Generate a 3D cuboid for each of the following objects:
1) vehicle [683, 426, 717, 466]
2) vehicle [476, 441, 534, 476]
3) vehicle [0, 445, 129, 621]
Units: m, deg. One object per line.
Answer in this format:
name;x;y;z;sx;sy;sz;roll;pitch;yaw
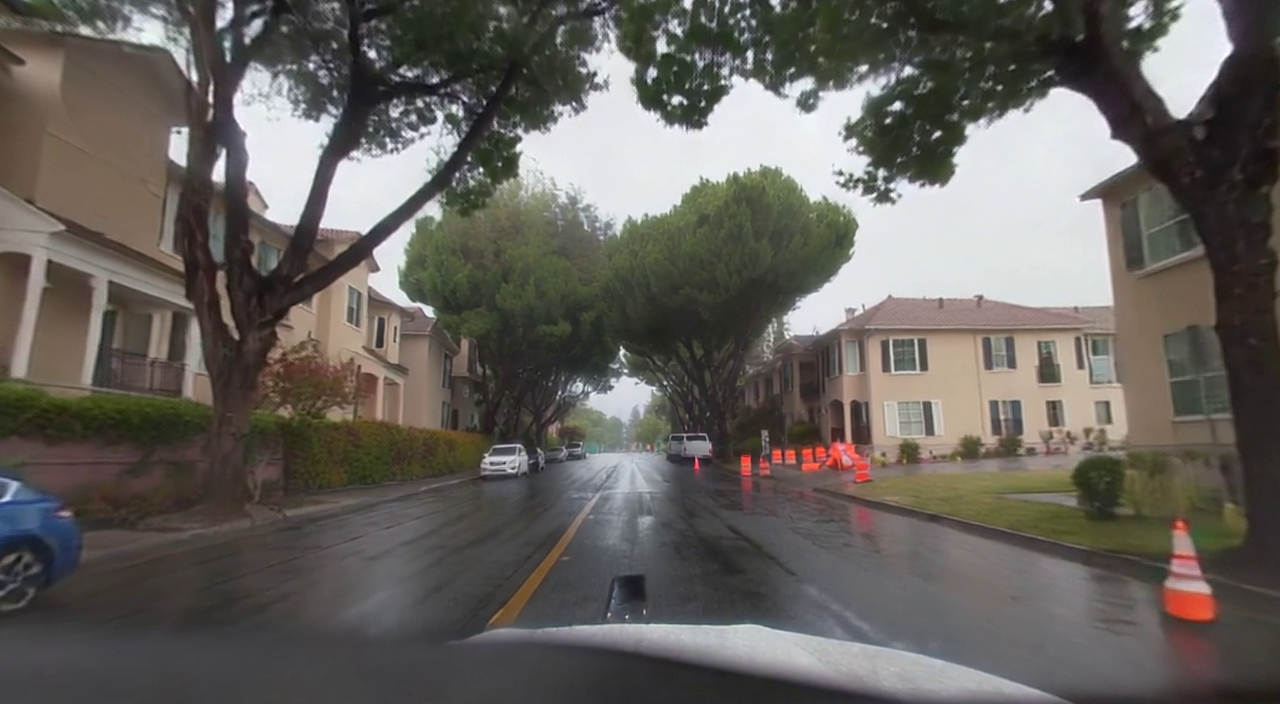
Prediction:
vehicle;4.012;6.318;42.434;2.082;2.534;3.248;-1;-8;3
vehicle;-6.673;5.311;31.609;1.957;1.608;4.476;0;-8;-1
vehicle;-6.552;1.400;4.382;2.137;1.481;4.503;0;-8;1
